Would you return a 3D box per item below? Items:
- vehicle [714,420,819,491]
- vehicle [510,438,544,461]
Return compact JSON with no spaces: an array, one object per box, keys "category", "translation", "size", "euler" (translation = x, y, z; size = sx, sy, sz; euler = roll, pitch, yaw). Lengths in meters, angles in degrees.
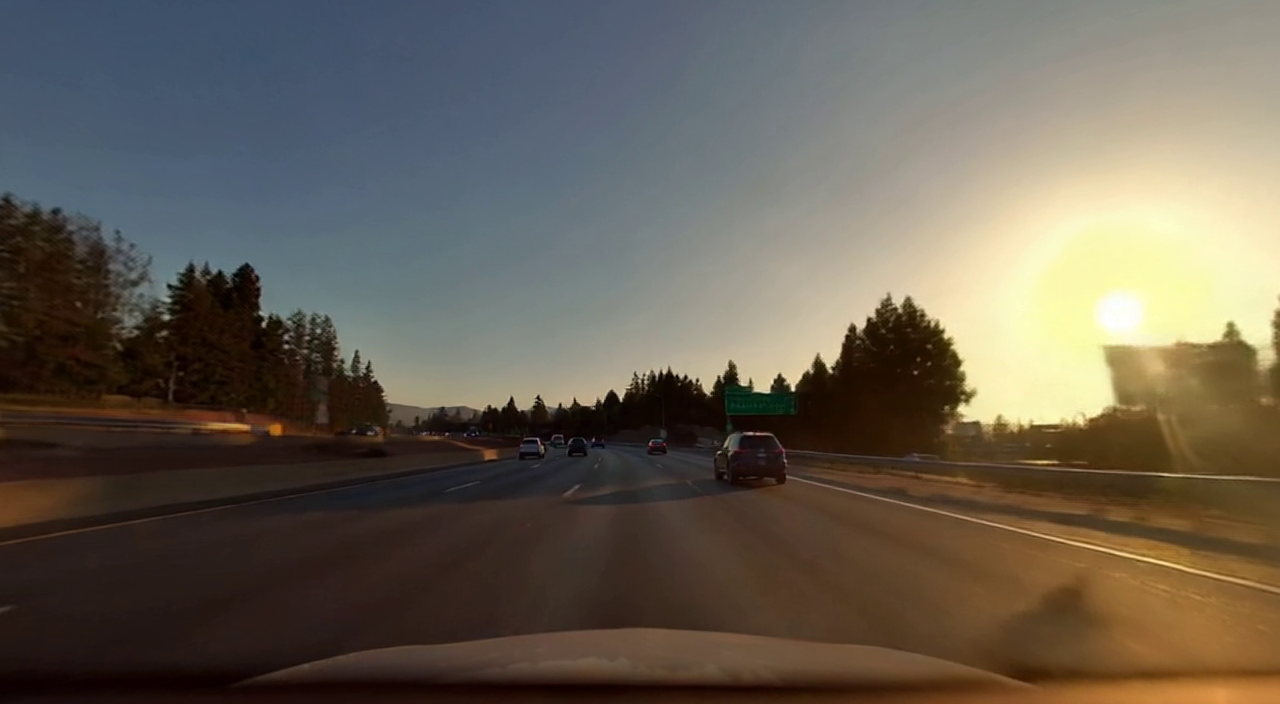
[{"category":"vehicle","translation":[3.524,2.992,18.509],"size":[2.043,1.795,4.347],"euler":[0,-8,-2]},{"category":"vehicle","translation":[-8.851,7.666,49.637],"size":[2.064,1.645,4.286],"euler":[0,-8,-3]}]
